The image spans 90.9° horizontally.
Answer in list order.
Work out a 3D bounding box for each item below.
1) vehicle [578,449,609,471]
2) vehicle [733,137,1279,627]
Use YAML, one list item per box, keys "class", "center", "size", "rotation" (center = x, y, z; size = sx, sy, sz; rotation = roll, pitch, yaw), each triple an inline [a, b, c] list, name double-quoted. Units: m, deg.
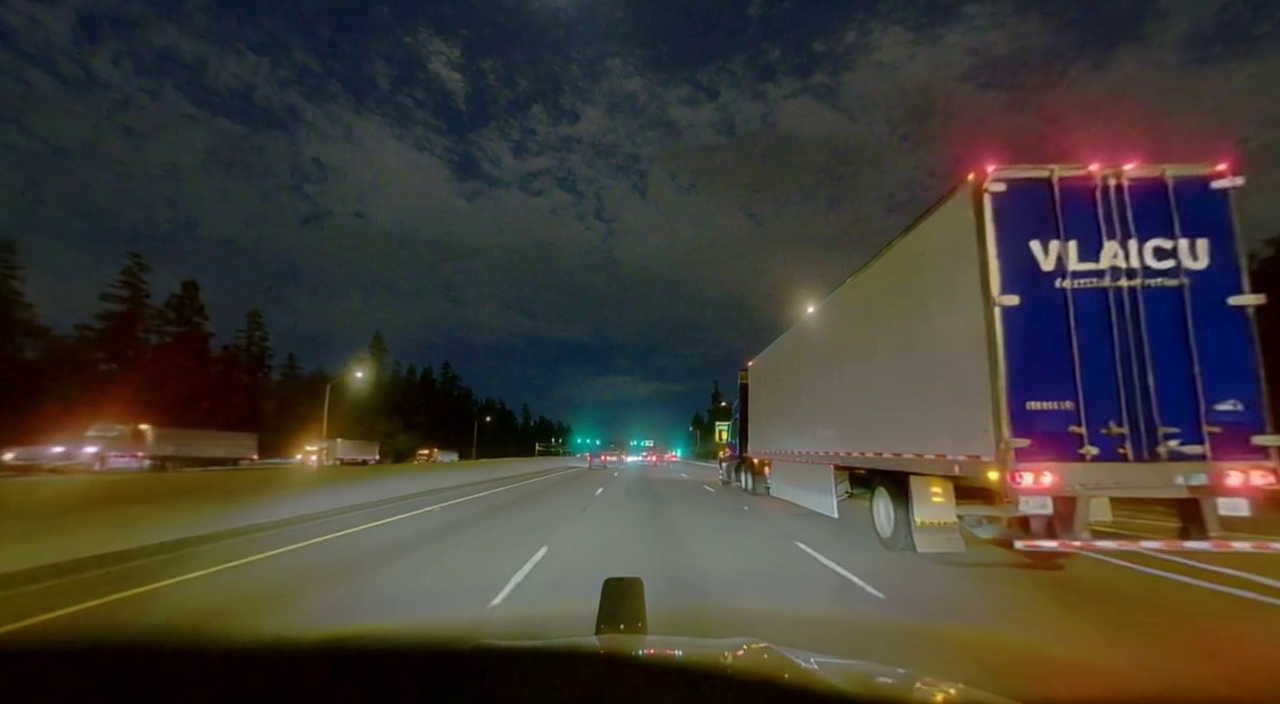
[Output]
- class: "vehicle"
  center: [-3.568, 8.334, 49.011]
  size: [2.107, 1.626, 4.804]
  rotation: [0, -9, 0]
- class: "vehicle"
  center: [4.446, 1.205, 12.270]
  size: [2.847, 4.075, 14.244]
  rotation: [0, -9, -1]
